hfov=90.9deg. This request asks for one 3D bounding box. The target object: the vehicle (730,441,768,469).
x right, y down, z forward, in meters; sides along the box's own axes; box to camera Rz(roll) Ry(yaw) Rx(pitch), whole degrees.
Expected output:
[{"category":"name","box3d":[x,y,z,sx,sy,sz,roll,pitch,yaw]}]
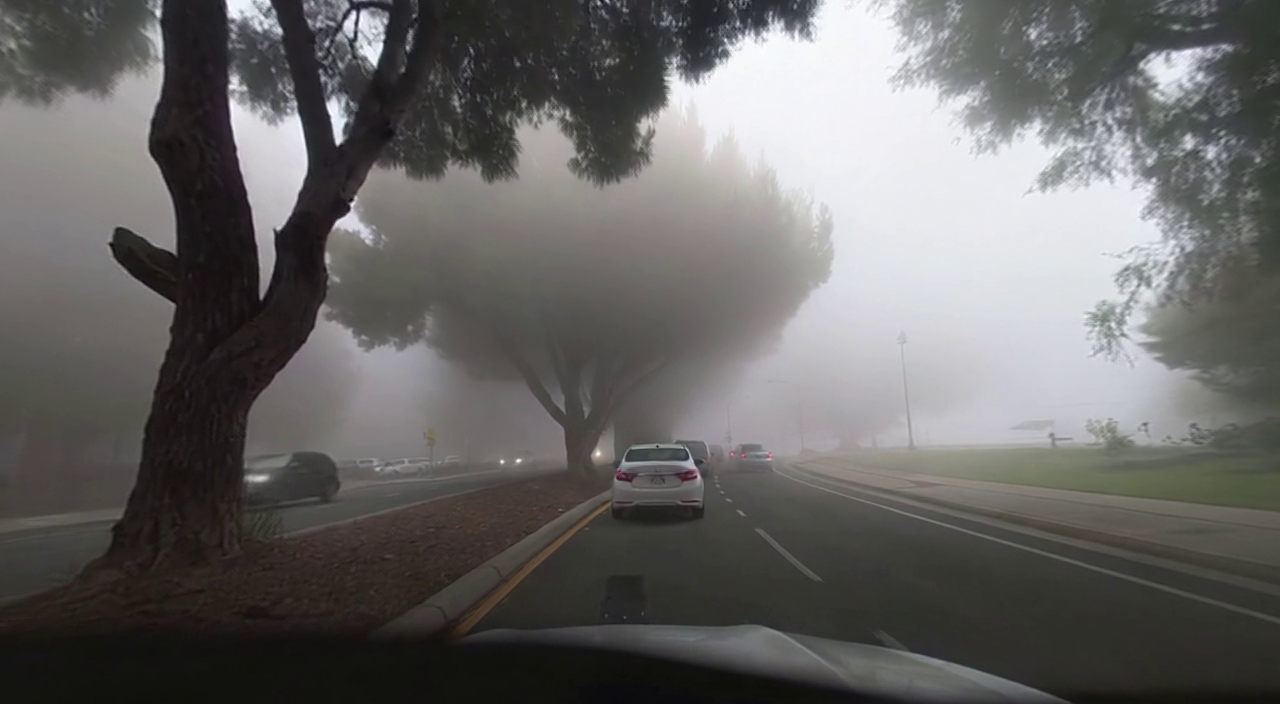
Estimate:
[{"category":"vehicle","box3d":[6.393,6.082,37.435,1.984,1.507,4.359,-1,-8,7]}]

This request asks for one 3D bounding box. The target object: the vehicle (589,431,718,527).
[{"category":"vehicle","box3d":[0.292,2.423,12.620,2.154,1.585,3.997,-1,-8,2]}]

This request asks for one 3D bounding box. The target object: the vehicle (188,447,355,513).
[{"category":"vehicle","box3d":[-10.762,3.715,18.935,2.068,1.688,4.665,-1,-8,2]}]

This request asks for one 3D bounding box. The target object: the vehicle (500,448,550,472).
[{"category":"vehicle","box3d":[-7.737,7.333,42.878,1.909,1.468,4.597,-2,-8,8]}]
